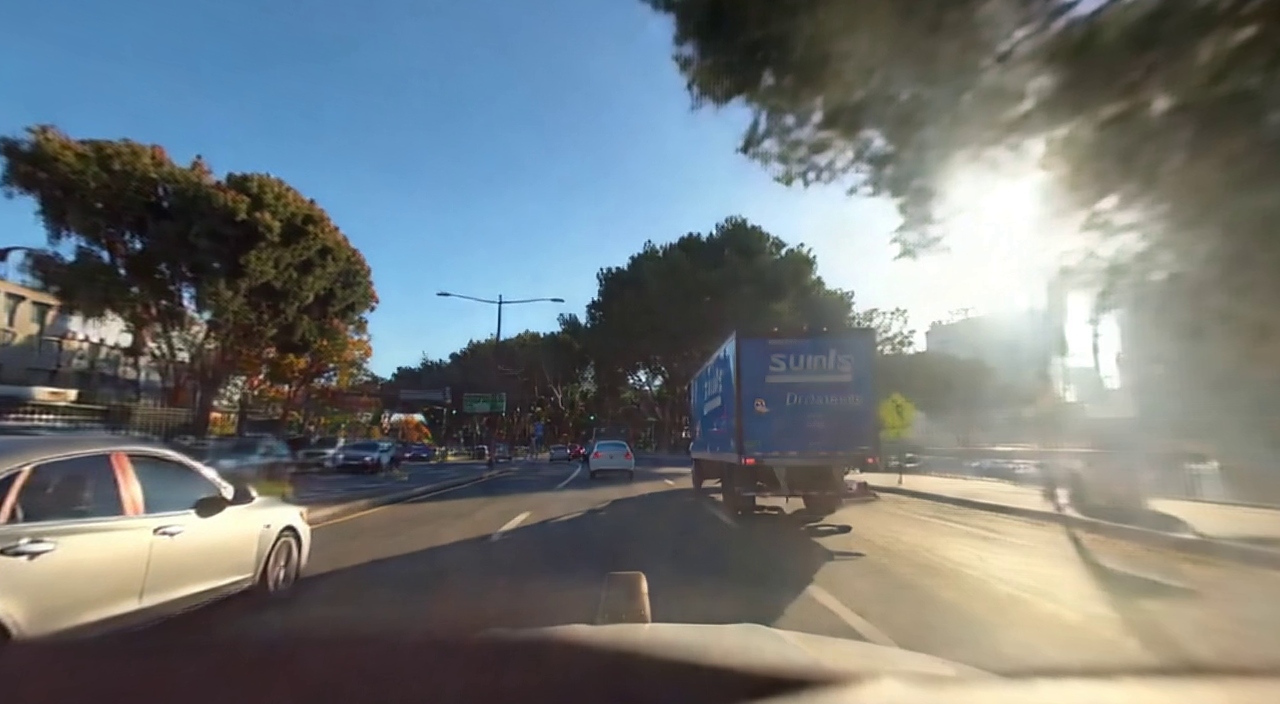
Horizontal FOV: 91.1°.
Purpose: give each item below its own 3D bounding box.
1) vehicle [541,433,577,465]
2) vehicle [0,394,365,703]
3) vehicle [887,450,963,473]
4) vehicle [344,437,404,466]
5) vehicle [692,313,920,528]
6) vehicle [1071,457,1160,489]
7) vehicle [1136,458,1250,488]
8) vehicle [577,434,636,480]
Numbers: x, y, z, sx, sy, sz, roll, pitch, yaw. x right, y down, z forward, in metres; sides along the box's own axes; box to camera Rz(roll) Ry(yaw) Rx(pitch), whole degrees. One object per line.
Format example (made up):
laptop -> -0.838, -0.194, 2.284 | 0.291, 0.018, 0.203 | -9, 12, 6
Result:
vehicle -> -5.868, 7.104, 46.111 | 2.269, 2.181, 5.787 | 1, -9, -4
vehicle -> -3.646, 1.128, 3.901 | 1.828, 1.515, 4.422 | 0, -9, 0
vehicle -> 19.680, 7.531, 43.348 | 4.684, 1.477, 2.079 | 4, -9, -24
vehicle -> -17.654, 6.648, 42.011 | 2.101, 1.813, 5.343 | 1, -9, -5
vehicle -> 3.140, 1.747, 14.879 | 2.905, 3.644, 8.441 | 0, -9, -1
vehicle -> 25.338, 6.393, 33.449 | 4.391, 1.492, 1.972 | 4, -10, -28
vehicle -> 31.750, 6.918, 36.227 | 1.838, 1.507, 4.518 | 3, -9, -16
vehicle -> -1.482, 4.527, 27.411 | 2.388, 1.811, 4.455 | 1, -9, -4
